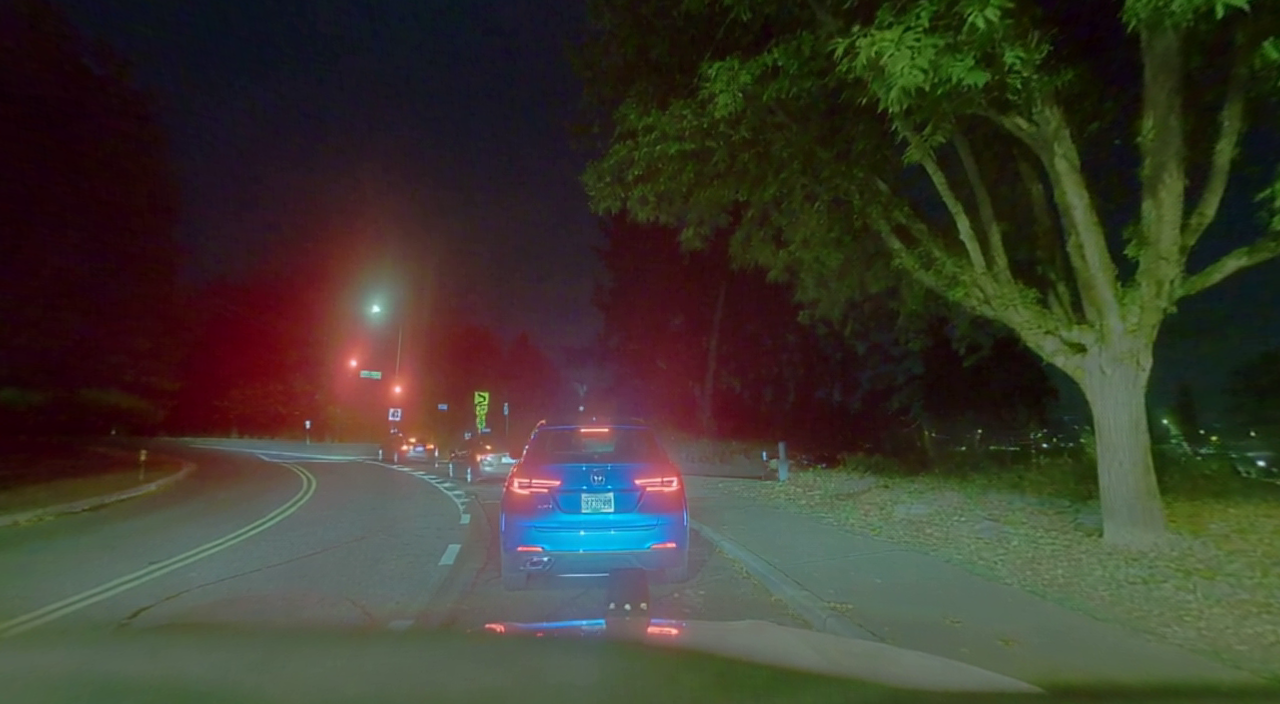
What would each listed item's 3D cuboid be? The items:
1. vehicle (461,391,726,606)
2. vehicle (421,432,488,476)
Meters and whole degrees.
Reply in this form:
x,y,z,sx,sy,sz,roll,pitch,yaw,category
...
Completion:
x,y,z,sx,sy,sz,roll,pitch,yaw,category
-0.683,1.459,7.197,2.134,1.671,4.147,1,-8,-10,vehicle
-7.295,3.924,24.490,1.902,1.536,3.662,4,-9,-25,vehicle
